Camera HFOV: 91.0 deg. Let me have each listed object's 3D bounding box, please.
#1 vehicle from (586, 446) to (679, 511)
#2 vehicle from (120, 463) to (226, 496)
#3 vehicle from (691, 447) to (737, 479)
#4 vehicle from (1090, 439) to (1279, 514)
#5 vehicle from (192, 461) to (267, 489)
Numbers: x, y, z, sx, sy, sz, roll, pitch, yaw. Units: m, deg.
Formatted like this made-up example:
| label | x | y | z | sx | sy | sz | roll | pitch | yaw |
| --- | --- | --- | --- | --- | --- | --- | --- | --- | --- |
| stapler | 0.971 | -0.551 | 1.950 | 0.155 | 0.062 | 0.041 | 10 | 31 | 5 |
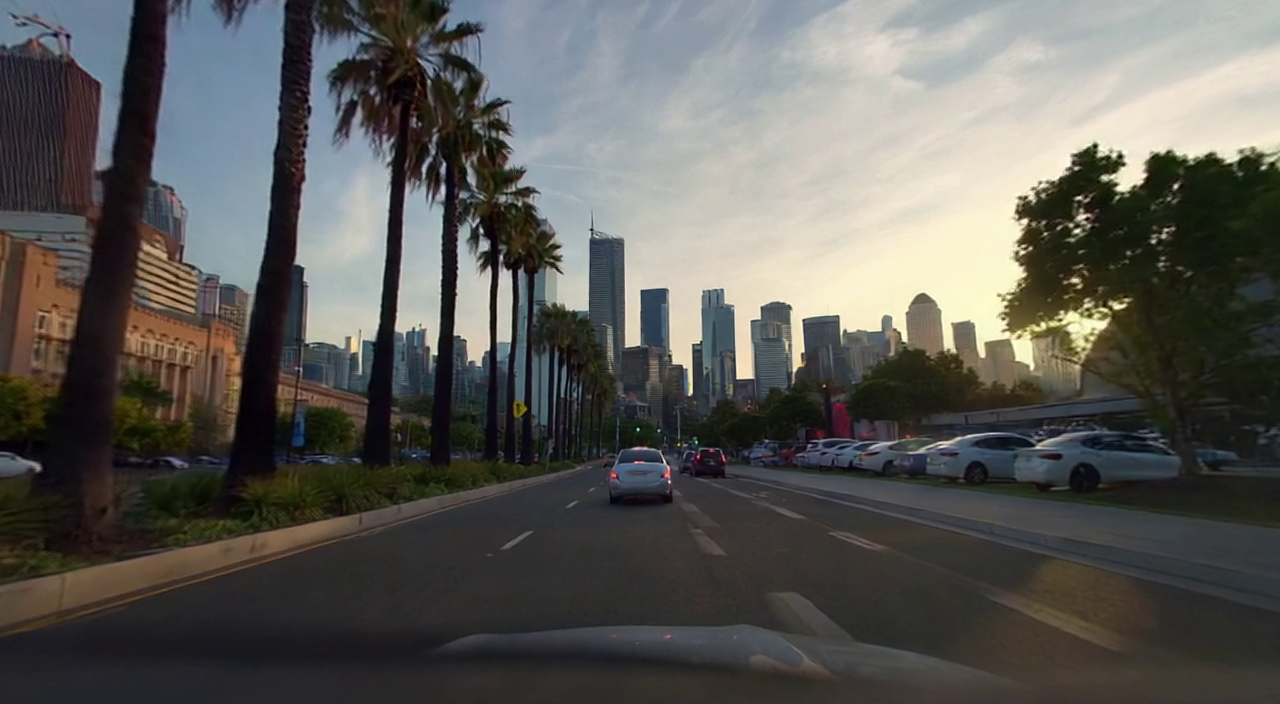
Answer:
| label | x | y | z | sx | sy | sz | roll | pitch | yaw |
| --- | --- | --- | --- | --- | --- | --- | --- | --- | --- |
| vehicle | -0.148 | 3.332 | 17.098 | 2.235 | 1.528 | 3.876 | 0 | -8 | 1 |
| vehicle | -23.300 | 6.353 | 31.641 | 1.860 | 1.420 | 4.472 | 0 | -8 | 0 |
| vehicle | 4.338 | 6.580 | 37.561 | 2.136 | 1.774 | 4.778 | 0 | -8 | 0 |
| vehicle | 12.943 | 2.680 | 13.867 | 4.363 | 1.488 | 2.248 | 1 | -9 | -4 |
| vehicle | -26.580 | 7.947 | 40.926 | 1.913 | 1.604 | 4.331 | 0 | -8 | 0 |
